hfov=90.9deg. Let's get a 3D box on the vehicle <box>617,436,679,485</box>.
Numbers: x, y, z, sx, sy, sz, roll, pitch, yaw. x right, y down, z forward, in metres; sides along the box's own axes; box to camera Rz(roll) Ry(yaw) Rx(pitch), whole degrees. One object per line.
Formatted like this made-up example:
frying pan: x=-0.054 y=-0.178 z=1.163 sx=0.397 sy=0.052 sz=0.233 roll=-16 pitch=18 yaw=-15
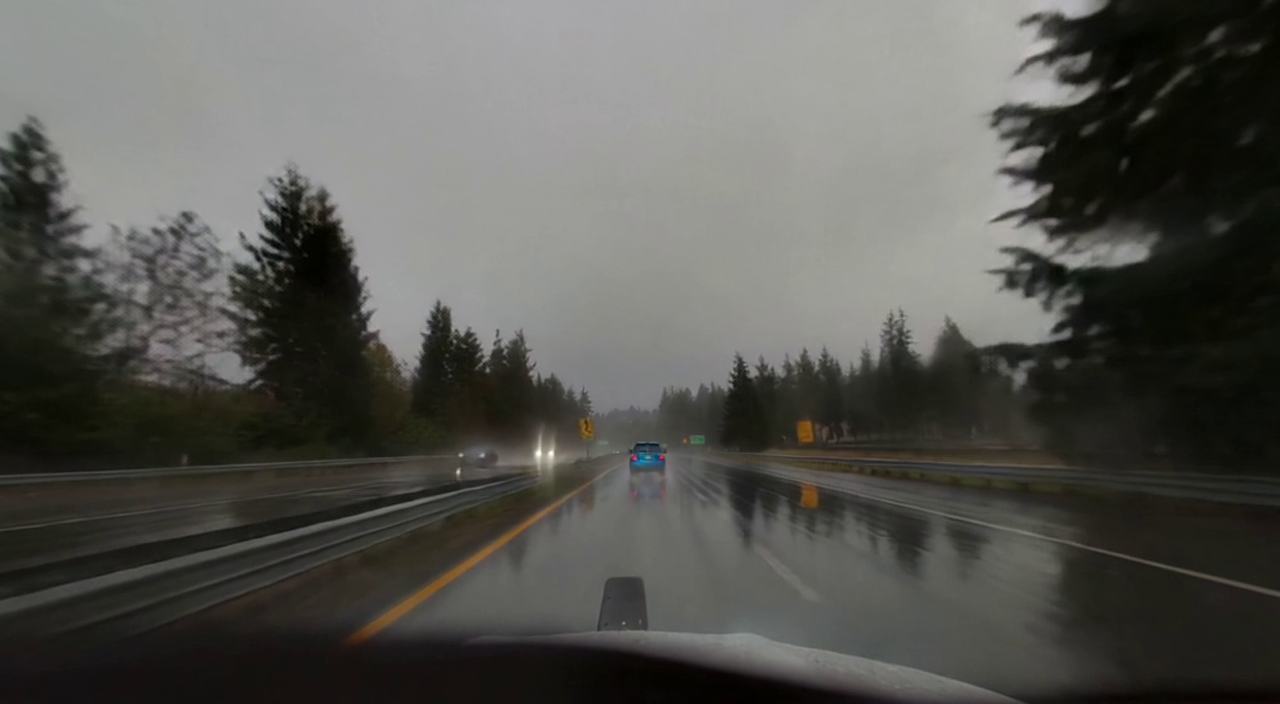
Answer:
vehicle: x=0.283 y=4.122 z=24.211 sx=2.190 sy=1.706 sz=4.062 roll=0 pitch=-9 yaw=0
